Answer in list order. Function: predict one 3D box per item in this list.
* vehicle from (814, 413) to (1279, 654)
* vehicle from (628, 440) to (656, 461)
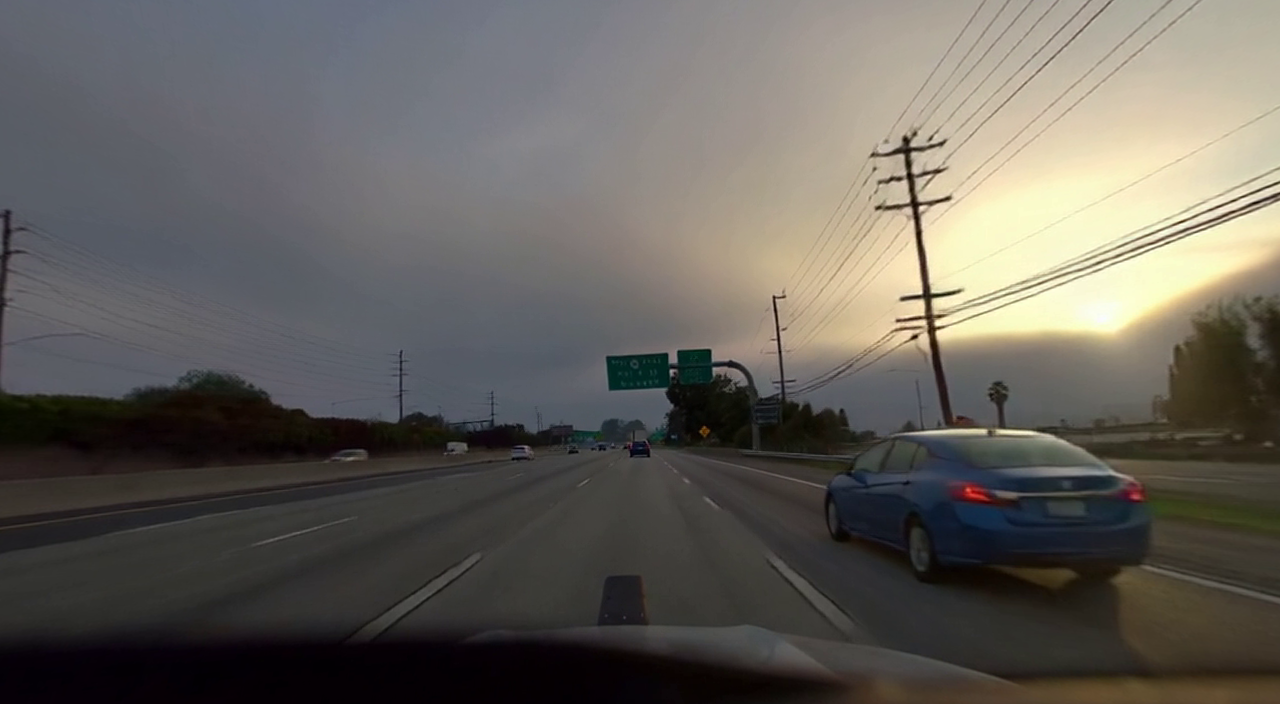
[{"bbox_3d":[3.421,1.486,6.309,2.060,1.526,4.387,0,-8,0],"label":"vehicle"},{"bbox_3d":[0.122,7.422,47.555,2.036,1.474,3.969,0,-8,0],"label":"vehicle"}]
